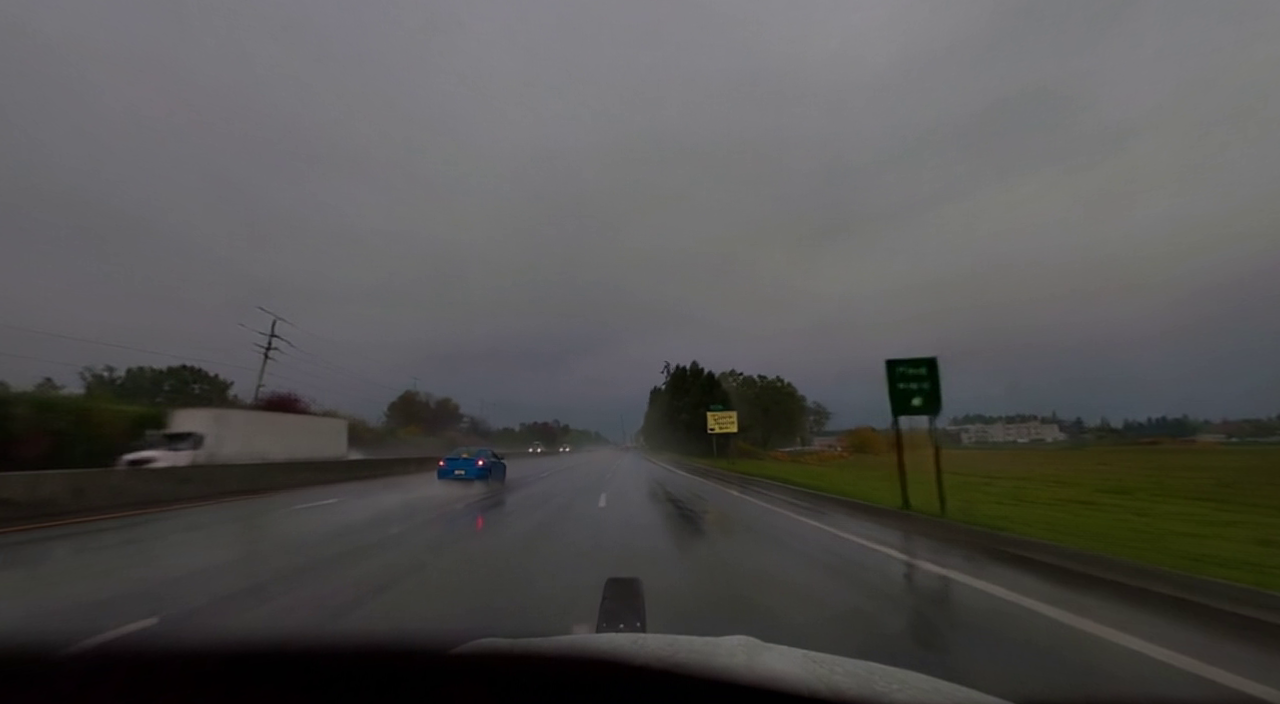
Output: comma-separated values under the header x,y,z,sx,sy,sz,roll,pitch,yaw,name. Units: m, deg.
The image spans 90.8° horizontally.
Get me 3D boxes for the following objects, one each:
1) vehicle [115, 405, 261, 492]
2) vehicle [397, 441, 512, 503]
x,y,z,sx,sy,sz,roll,pitch,yaw,name
-22.577,4.869,32.057,2.928,3.915,5.990,0,-8,-2,vehicle
-5.080,3.330,17.913,2.121,1.537,3.852,0,-8,-1,vehicle
